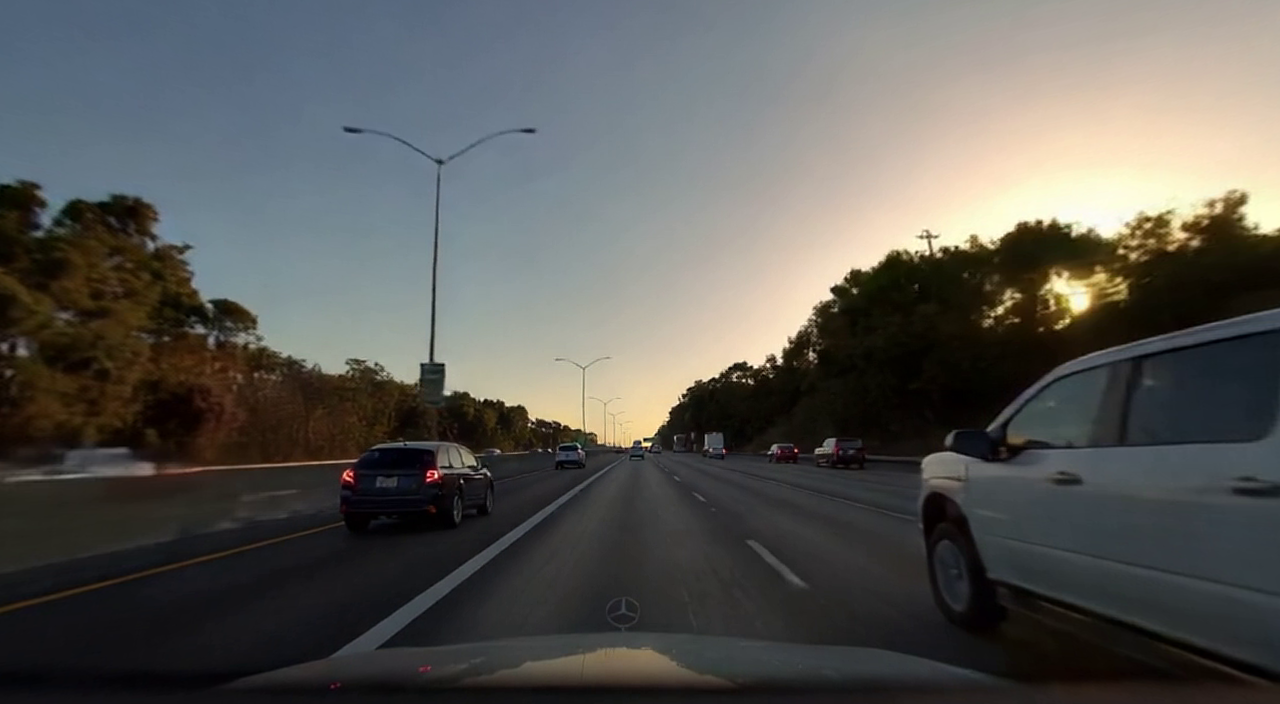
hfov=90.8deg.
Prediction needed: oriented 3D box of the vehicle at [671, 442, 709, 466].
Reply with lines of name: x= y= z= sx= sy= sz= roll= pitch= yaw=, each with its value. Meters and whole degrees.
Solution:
vehicle: x=3.169 y=6.628 z=41.134 sx=2.007 sy=1.469 sz=4.337 roll=0 pitch=-8 yaw=-2

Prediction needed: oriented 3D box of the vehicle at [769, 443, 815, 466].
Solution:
vehicle: x=9.693 y=6.548 z=40.592 sx=1.910 sy=1.384 sz=3.867 roll=0 pitch=-8 yaw=-1

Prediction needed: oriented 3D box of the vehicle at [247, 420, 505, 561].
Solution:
vehicle: x=-3.611 y=1.974 z=9.763 sx=2.119 sy=1.654 sz=4.353 roll=0 pitch=-8 yaw=0

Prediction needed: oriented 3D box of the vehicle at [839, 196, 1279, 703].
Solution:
vehicle: x=2.768 y=0.633 z=2.308 sx=2.200 sy=1.870 sz=5.649 roll=0 pitch=-8 yaw=0

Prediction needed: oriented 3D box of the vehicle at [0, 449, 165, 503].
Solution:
vehicle: x=-18.950 y=4.104 z=21.432 sx=2.069 sy=1.561 sz=4.661 roll=0 pitch=-8 yaw=-1

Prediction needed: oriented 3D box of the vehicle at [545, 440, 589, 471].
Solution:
vehicle: x=-4.028 y=5.774 z=35.411 sx=1.992 sy=1.651 sz=4.185 roll=0 pitch=-8 yaw=0
